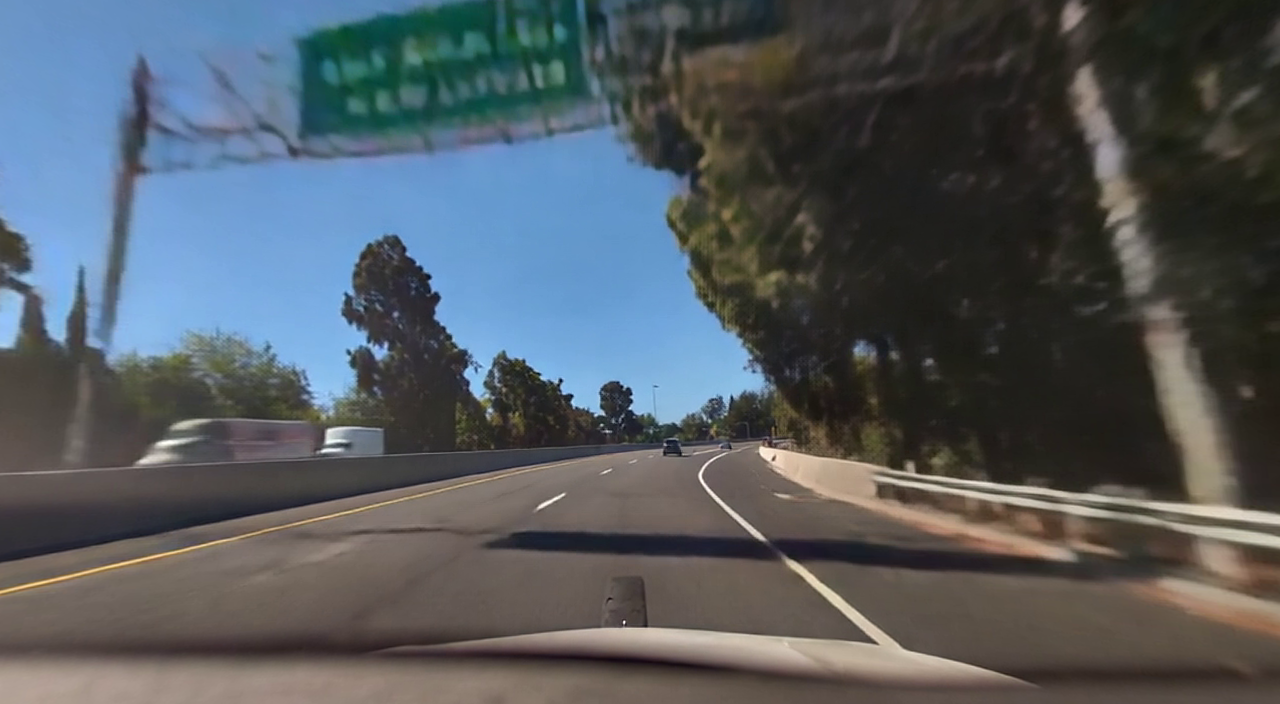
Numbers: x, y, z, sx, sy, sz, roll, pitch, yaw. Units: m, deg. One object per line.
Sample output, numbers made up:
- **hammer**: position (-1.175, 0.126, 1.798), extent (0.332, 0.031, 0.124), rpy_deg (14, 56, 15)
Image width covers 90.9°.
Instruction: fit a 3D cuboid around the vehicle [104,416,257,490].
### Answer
- **vehicle**: position (-28.274, 6.272, 39.501), extent (3.008, 4.074, 8.176), rpy_deg (-1, -8, 2)
